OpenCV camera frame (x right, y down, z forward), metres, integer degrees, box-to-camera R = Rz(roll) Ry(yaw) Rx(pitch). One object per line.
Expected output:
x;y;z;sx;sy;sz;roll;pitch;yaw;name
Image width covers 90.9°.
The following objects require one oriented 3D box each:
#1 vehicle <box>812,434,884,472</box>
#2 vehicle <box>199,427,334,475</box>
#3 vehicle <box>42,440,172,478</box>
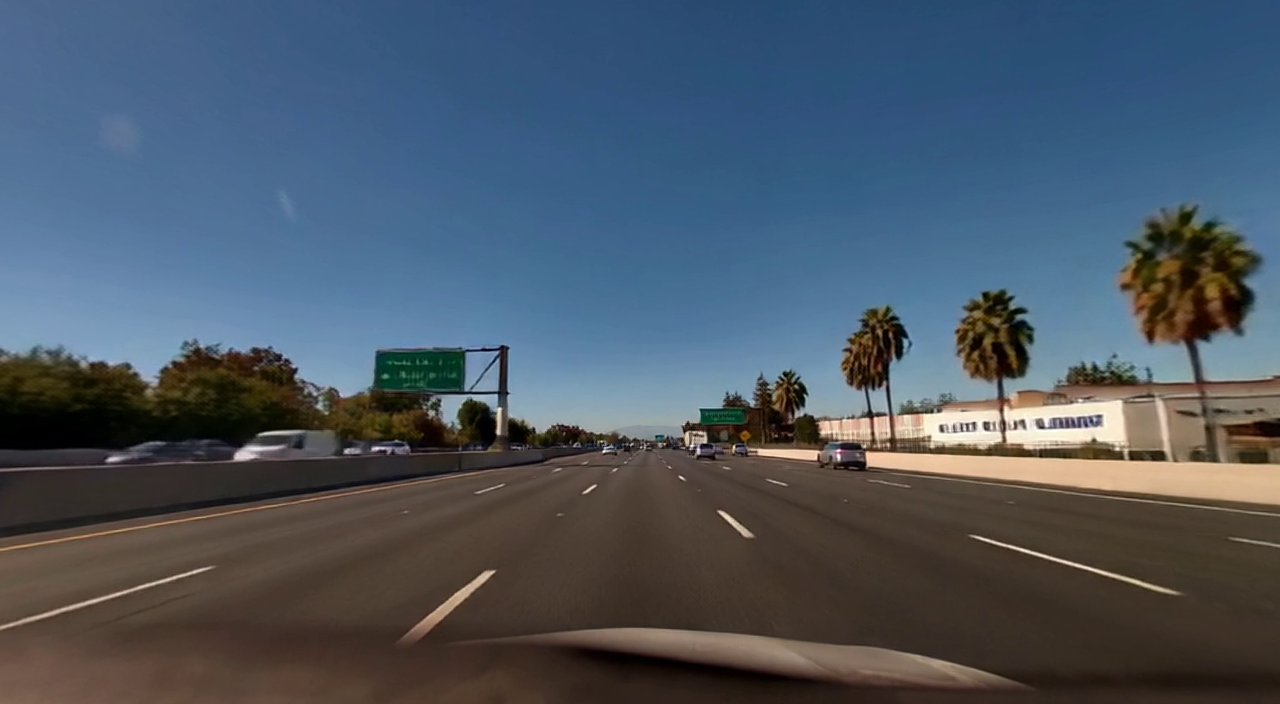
11.038;5.367;33.818;2.168;1.861;4.678;0;-8;-1;vehicle
-15.884;4.252;27.345;2.274;1.848;5.737;0;-8;1;vehicle
-22.160;4.437;26.465;1.750;1.462;4.168;0;-8;1;vehicle
